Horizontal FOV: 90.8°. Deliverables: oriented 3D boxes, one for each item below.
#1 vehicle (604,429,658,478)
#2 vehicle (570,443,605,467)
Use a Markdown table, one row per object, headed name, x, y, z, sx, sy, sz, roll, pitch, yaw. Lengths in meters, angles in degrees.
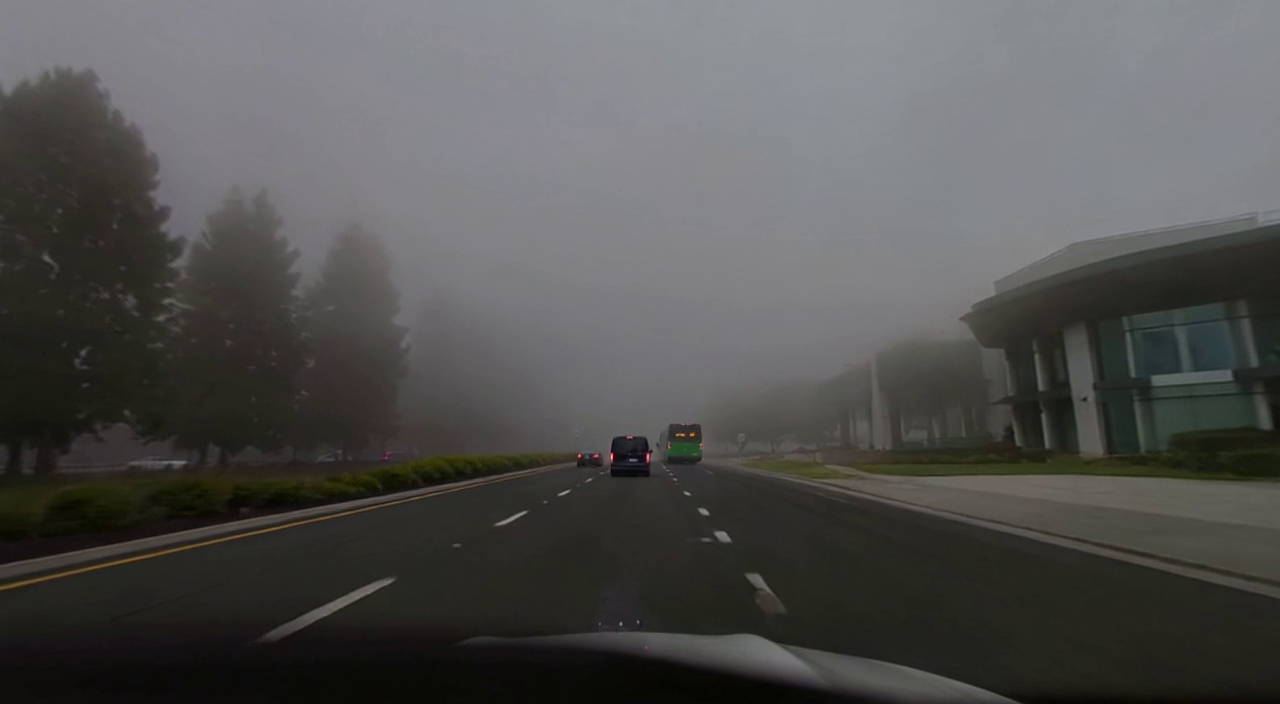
| name | x | y | z | sx | sy | sz | roll | pitch | yaw |
| --- | --- | --- | --- | --- | --- | --- | --- | --- | --- |
| vehicle | -0.327 | 4.855 | 30.355 | 2.336 | 2.122 | 5.207 | 0 | -9 | 1 |
| vehicle | -3.776 | 7.519 | 46.270 | 2.109 | 1.672 | 4.256 | 0 | -9 | 2 |
